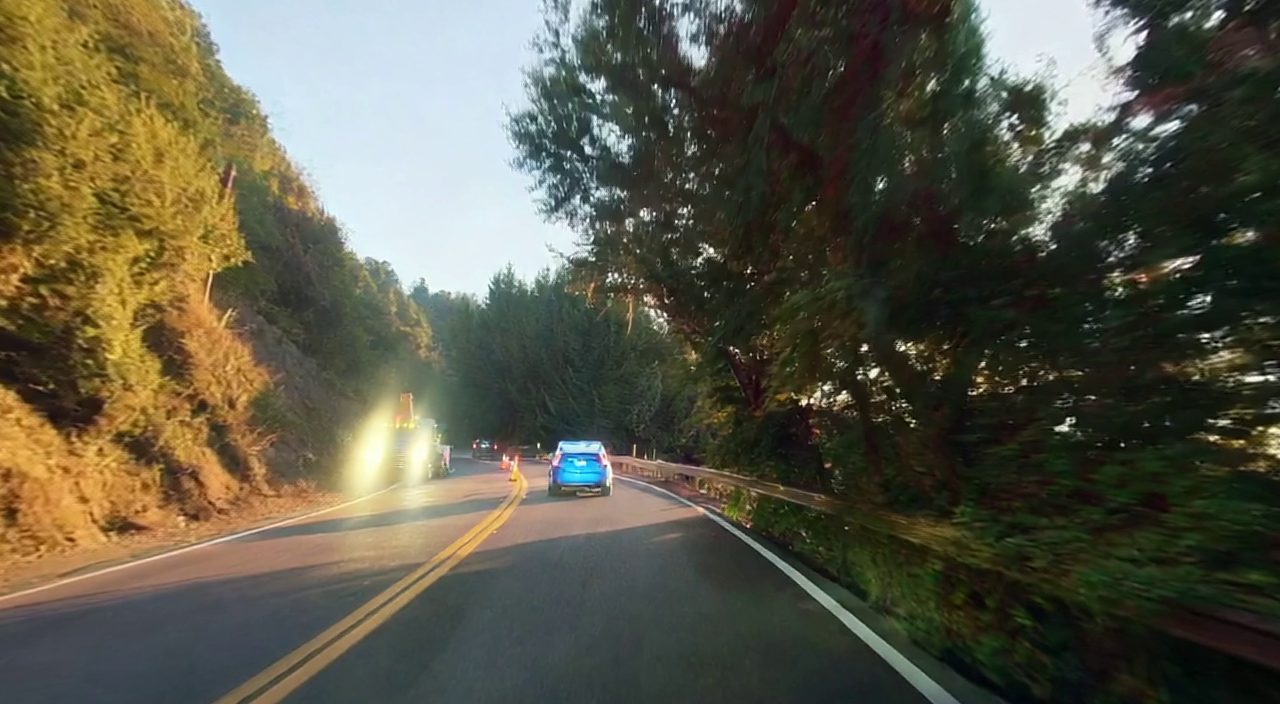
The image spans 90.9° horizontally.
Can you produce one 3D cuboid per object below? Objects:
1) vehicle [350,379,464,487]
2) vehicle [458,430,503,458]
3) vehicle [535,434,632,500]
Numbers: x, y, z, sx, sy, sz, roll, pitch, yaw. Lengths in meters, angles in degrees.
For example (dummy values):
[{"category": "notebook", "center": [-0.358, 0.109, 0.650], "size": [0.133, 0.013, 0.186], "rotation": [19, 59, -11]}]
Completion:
[{"category": "vehicle", "center": [-7.657, 2.778, 21.391], "size": [2.364, 3.191, 4.942], "rotation": [1, -8, -6]}, {"category": "vehicle", "center": [-12.392, 7.130, 48.712], "size": [2.376, 2.051, 5.598], "rotation": [4, -9, -23]}, {"category": "vehicle", "center": [-1.640, 2.985, 16.789], "size": [2.259, 1.503, 4.075], "rotation": [1, -9, -9]}]
